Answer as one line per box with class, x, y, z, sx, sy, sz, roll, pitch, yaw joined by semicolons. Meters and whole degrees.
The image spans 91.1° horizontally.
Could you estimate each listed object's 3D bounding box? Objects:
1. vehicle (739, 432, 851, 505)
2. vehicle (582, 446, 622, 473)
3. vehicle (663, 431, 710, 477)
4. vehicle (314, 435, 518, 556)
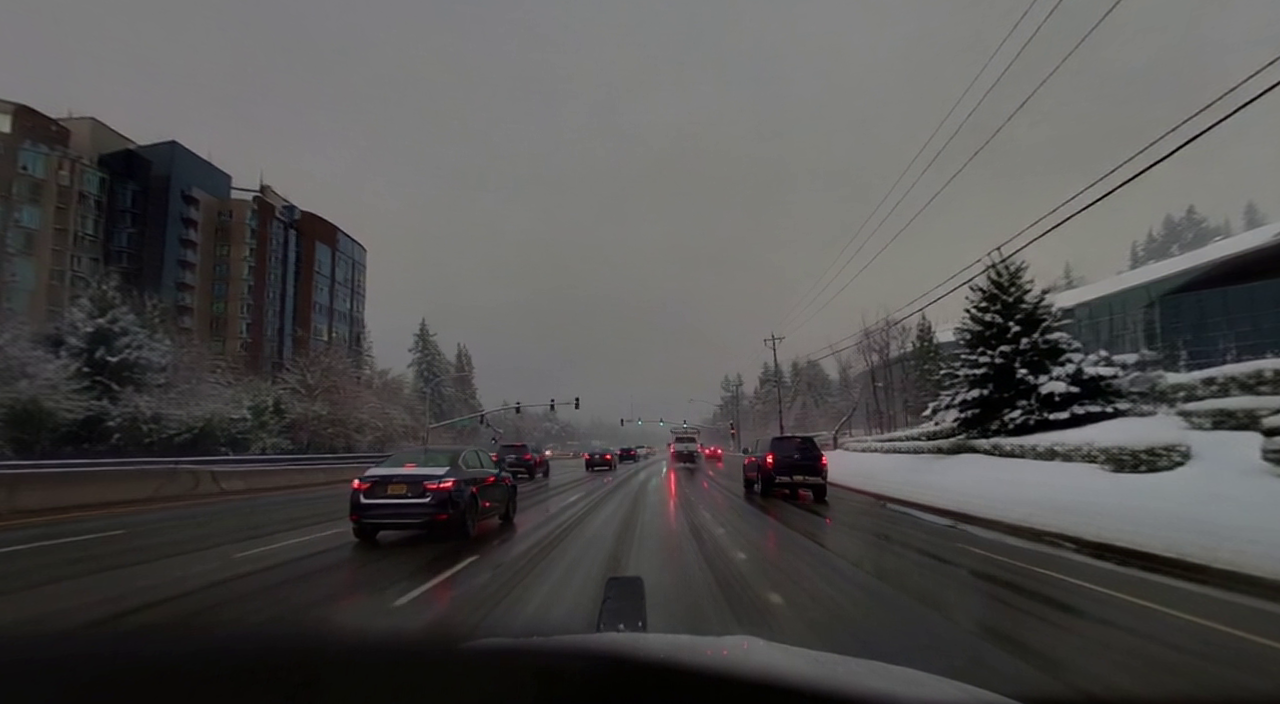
vehicle;4.497;3.444;19.033;2.283;1.923;4.427;0;-9;1
vehicle;-2.329;6.673;39.293;1.984;1.567;4.311;-1;-9;4
vehicle;2.809;5.860;36.432;2.457;2.440;5.486;-1;-9;7
vehicle;-3.460;2.252;10.550;1.934;1.643;3.718;0;-9;2
